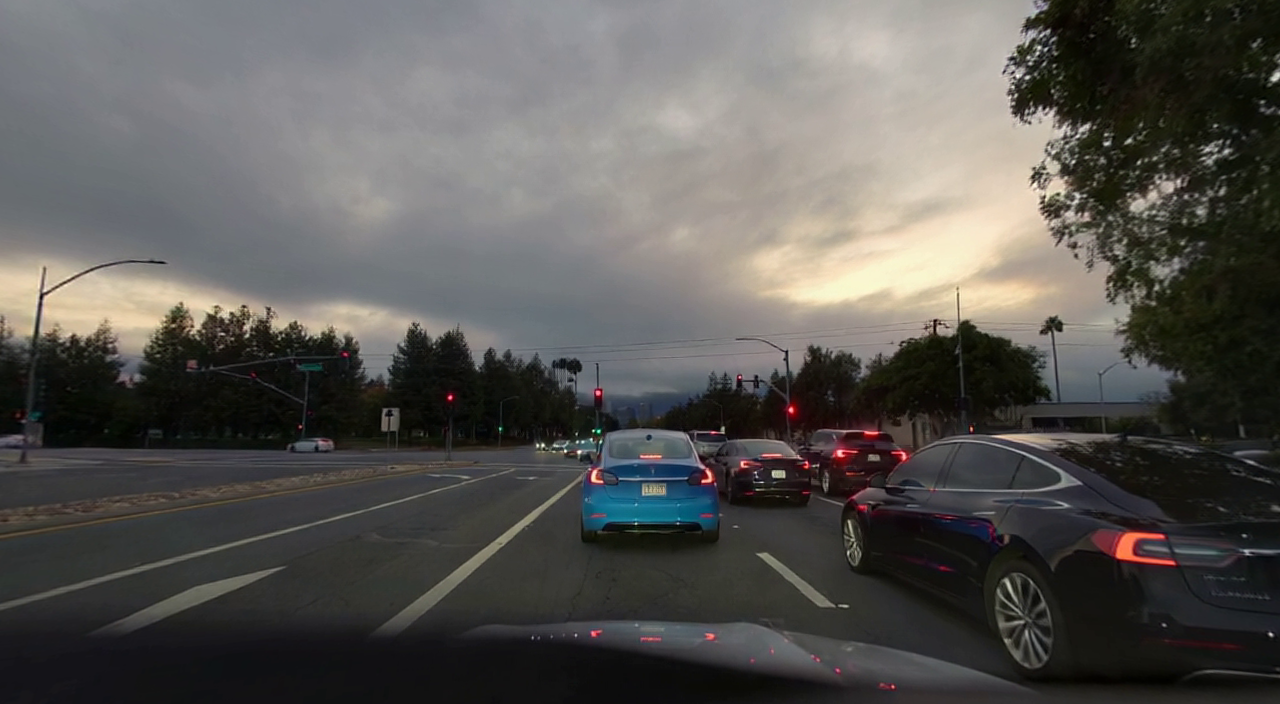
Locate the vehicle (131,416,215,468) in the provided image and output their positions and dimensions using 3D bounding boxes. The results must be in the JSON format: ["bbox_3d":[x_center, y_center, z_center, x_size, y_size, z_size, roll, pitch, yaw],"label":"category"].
[{"bbox_3d":[-29.249,5.628,39.714,2.608,2.990,3.026,2,-8,2],"label":"vehicle"}]

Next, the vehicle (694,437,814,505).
[{"bbox_3d":[2.700,2.932,16.032,2.058,1.466,4.208,0,-8,-3],"label":"vehicle"}]

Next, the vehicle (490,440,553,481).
[{"bbox_3d":[-4.630,4.285,25.261,1.972,1.457,4.171,0,-8,-4],"label":"vehicle"}]

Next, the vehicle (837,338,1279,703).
[{"bbox_3d":[3.188,1.105,4.306,2.167,1.676,4.443,0,-8,-1],"label":"vehicle"}]

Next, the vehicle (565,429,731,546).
[{"bbox_3d":[0.032,2.071,10.391,2.147,1.499,4.240,0,-8,-2],"label":"vehicle"}]
